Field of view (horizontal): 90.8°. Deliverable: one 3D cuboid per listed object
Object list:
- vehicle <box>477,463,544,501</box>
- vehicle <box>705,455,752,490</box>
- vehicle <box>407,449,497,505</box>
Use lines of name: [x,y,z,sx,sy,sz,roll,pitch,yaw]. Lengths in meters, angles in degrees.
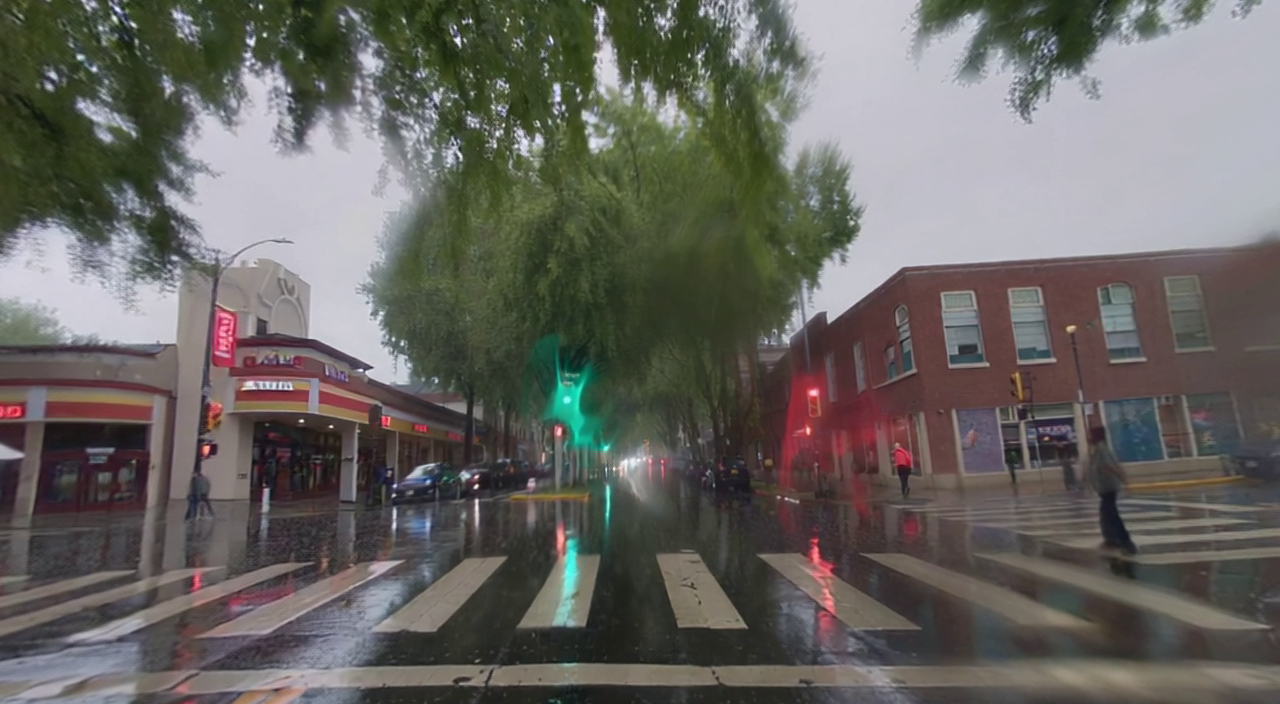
vehicle: [-5.744,5.830,28.613,1.983,1.438,4.559,0,-8,1]
vehicle: [5.193,7.115,37.715,2.010,1.844,4.386,0,-8,-2]
vehicle: [-8.809,5.853,30.309,2.489,2.323,5.843,0,-8,1]
